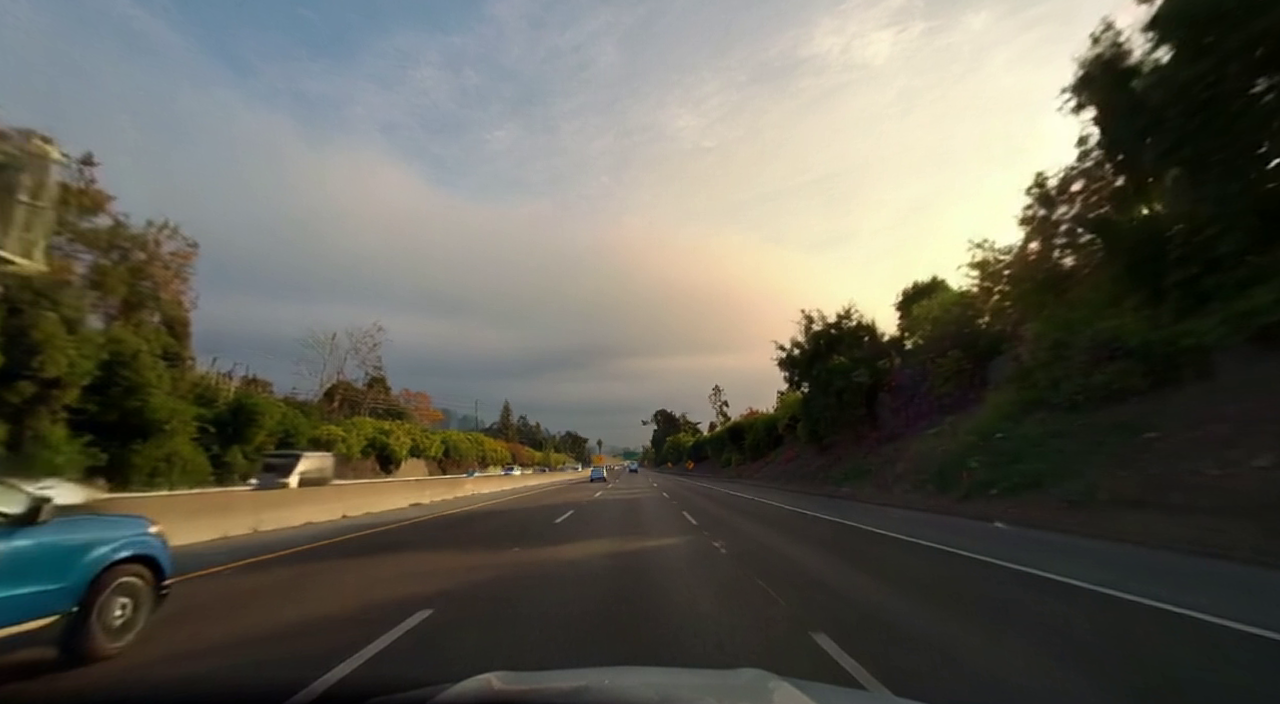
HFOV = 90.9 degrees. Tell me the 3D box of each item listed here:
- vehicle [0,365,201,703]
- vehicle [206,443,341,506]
[{"bbox_3d":[-4.283,0.732,2.039,2.178,1.736,4.847,1,-10,0],"label":"vehicle"},{"bbox_3d":[-16.228,5.517,28.510,2.322,2.465,6.289,1,-10,-1],"label":"vehicle"}]
